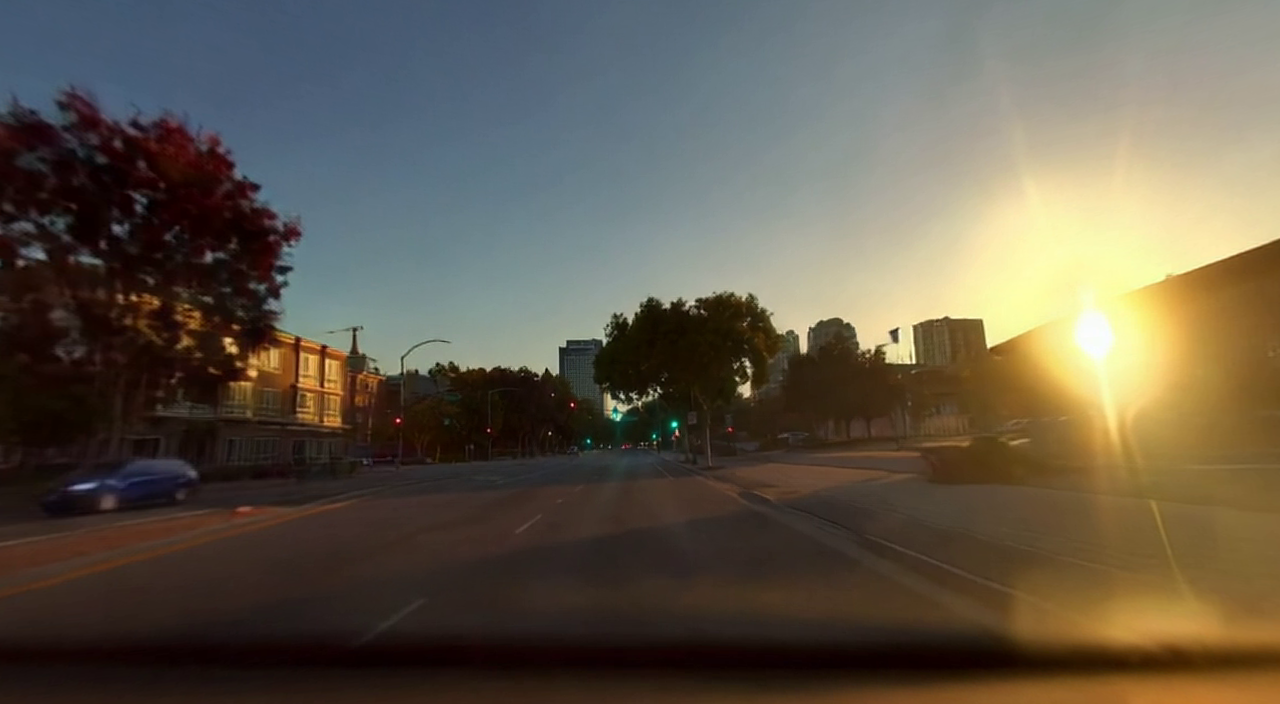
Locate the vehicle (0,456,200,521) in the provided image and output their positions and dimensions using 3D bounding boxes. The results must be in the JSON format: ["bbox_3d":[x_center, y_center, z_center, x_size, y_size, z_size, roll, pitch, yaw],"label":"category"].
[{"bbox_3d":[-14.694,3.635,17.348,1.898,1.469,4.577,0,-9,0],"label":"vehicle"}]
